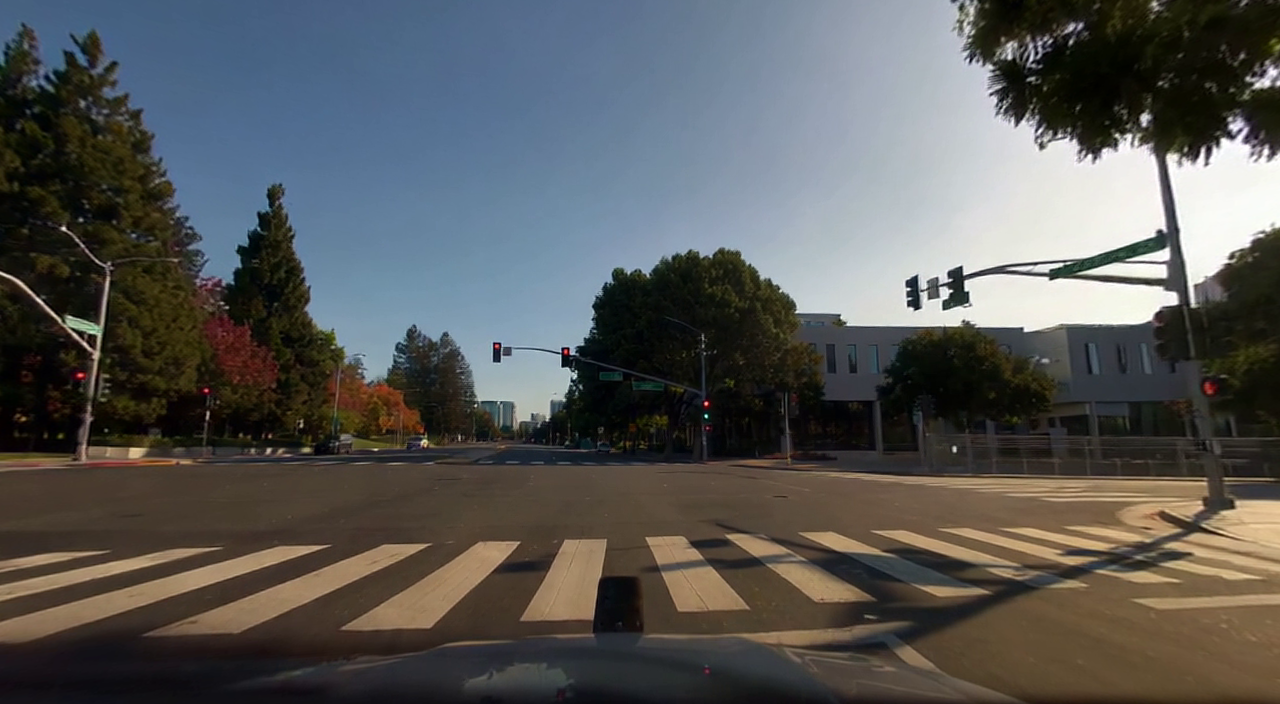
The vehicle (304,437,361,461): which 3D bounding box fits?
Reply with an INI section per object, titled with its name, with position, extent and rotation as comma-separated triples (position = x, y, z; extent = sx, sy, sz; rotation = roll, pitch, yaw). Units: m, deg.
[vehicle]
position = -19.886, 6.298, 41.049
extent = 1.918, 1.432, 4.433
rotation = 1, -9, -7
